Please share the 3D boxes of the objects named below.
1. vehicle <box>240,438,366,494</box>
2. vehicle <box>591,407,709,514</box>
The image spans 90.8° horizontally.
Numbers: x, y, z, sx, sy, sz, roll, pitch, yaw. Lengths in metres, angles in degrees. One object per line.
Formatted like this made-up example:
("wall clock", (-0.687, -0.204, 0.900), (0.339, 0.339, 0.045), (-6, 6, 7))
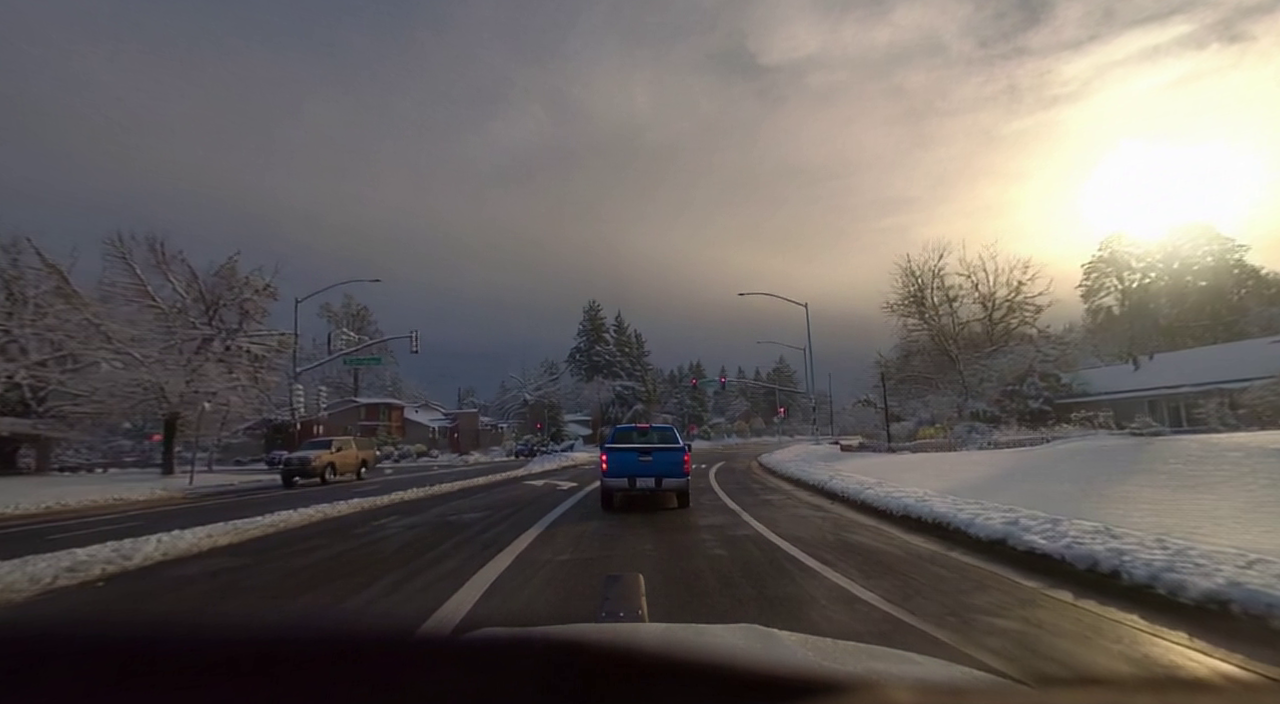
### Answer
("vehicle", (-12.971, 4.379, 24.779), (2.053, 1.822, 4.852), (-2, -7, 4))
("vehicle", (0.240, 2.341, 14.002), (2.153, 1.942, 4.767), (0, -9, 2))
